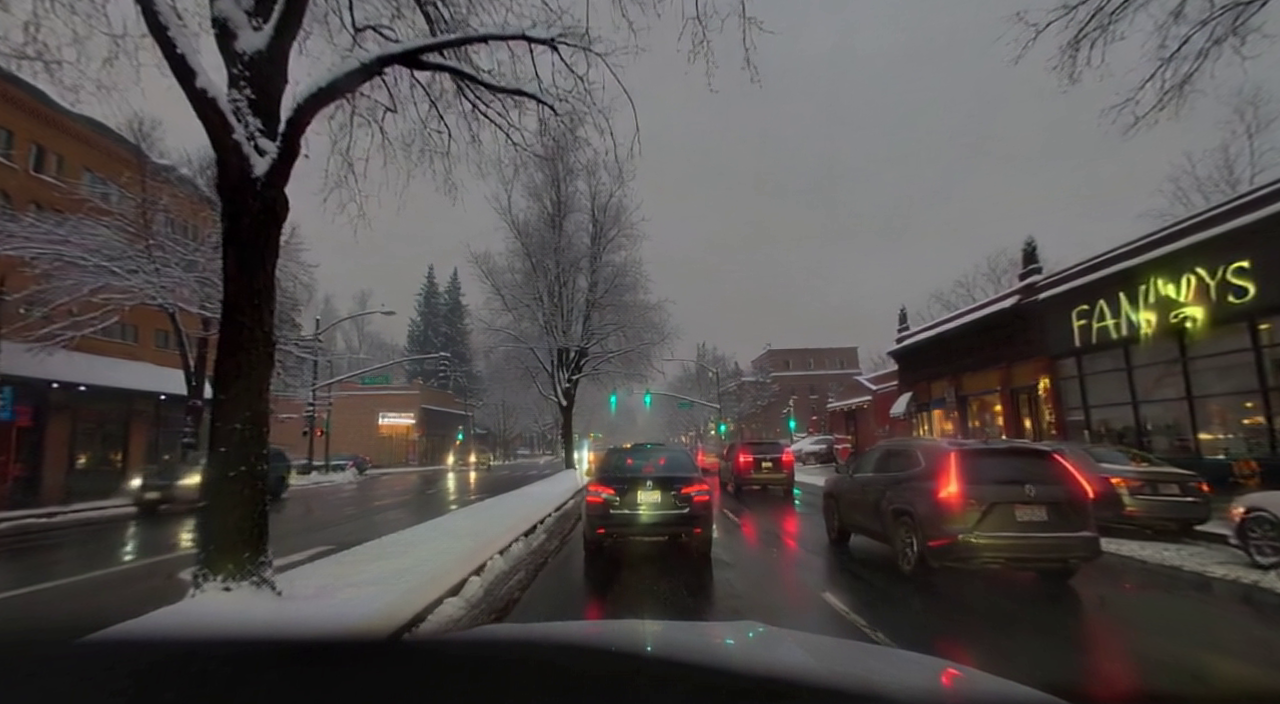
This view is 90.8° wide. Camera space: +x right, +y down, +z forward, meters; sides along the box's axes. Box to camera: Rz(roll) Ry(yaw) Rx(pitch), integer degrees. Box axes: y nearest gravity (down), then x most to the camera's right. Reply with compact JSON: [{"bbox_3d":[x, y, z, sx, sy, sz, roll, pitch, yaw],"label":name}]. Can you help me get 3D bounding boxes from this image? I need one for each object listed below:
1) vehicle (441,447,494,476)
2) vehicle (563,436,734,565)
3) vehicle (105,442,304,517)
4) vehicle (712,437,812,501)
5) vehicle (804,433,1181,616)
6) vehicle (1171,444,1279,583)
[{"bbox_3d":[-11.350,7.232,41.878,2.034,1.765,4.708,-1,-9,2],"label":"vehicle"},{"bbox_3d":[0.078,2.026,9.283,2.006,1.487,3.535,0,-9,-1],"label":"vehicle"},{"bbox_3d":[-11.526,3.359,17.256,2.042,1.749,4.629,-1,-9,1],"label":"vehicle"},{"bbox_3d":[3.508,3.454,19.029,2.025,1.660,4.334,0,-9,-1],"label":"vehicle"},{"bbox_3d":[3.445,1.741,7.351,1.988,1.480,4.195,0,-9,1],"label":"vehicle"},{"bbox_3d":[7.930,1.645,6.126,1.825,1.499,4.239,0,-9,0],"label":"vehicle"}]
